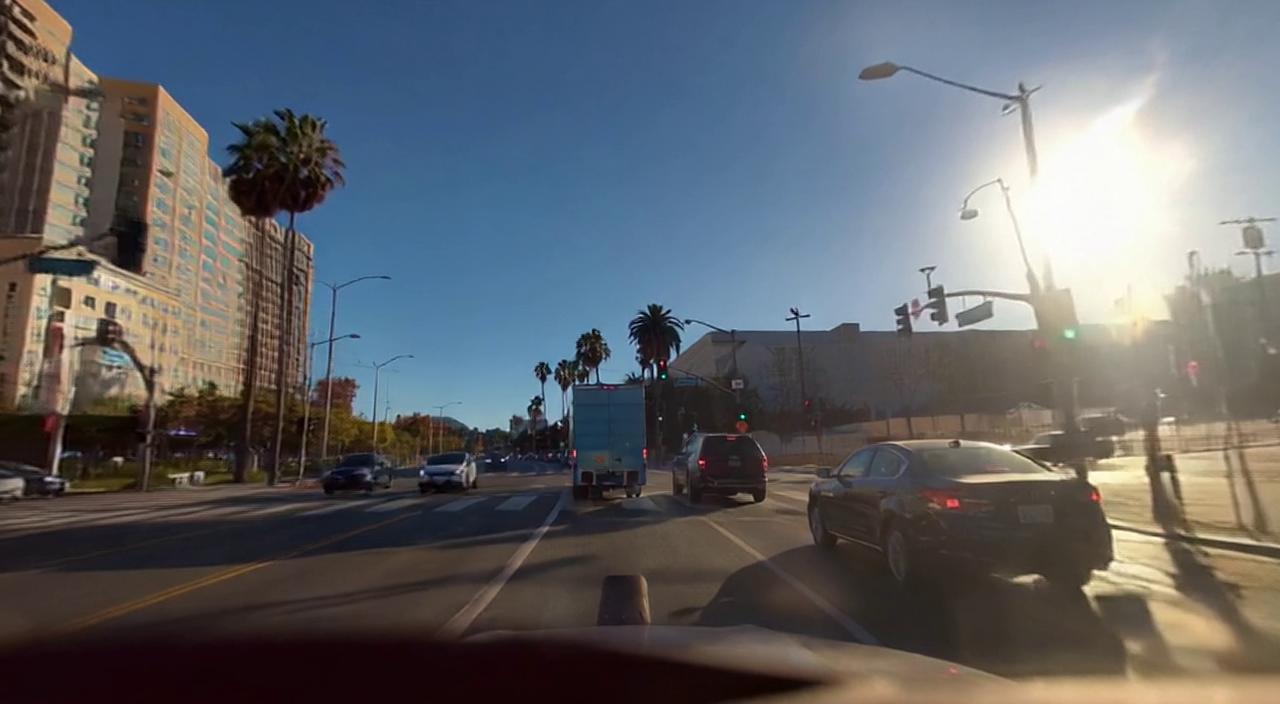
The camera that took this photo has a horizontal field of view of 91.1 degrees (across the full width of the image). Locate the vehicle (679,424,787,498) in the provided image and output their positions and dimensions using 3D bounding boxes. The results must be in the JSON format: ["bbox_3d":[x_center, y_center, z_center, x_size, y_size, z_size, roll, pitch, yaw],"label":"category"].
[{"bbox_3d":[2.657,3.312,19.543,2.157,1.944,5.423,0,-8,-4],"label":"vehicle"}]

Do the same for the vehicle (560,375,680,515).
[{"bbox_3d":[-0.750,2.411,16.452,2.517,2.926,6.177,1,-8,-6],"label":"vehicle"}]

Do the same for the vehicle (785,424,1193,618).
[{"bbox_3d":[3.309,1.675,7.333,1.978,1.507,4.636,0,-8,-2],"label":"vehicle"}]

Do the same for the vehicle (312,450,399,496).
[{"bbox_3d":[-11.537,4.890,25.786,1.959,1.636,4.159,1,-8,-6],"label":"vehicle"}]

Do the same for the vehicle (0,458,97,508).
[{"bbox_3d":[-21.681,4.422,21.452,4.585,1.533,1.996,-1,-8,6],"label":"vehicle"}]

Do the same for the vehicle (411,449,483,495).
[{"bbox_3d":[-7.222,4.506,23.928,1.878,1.540,3.939,1,-8,-6],"label":"vehicle"}]
